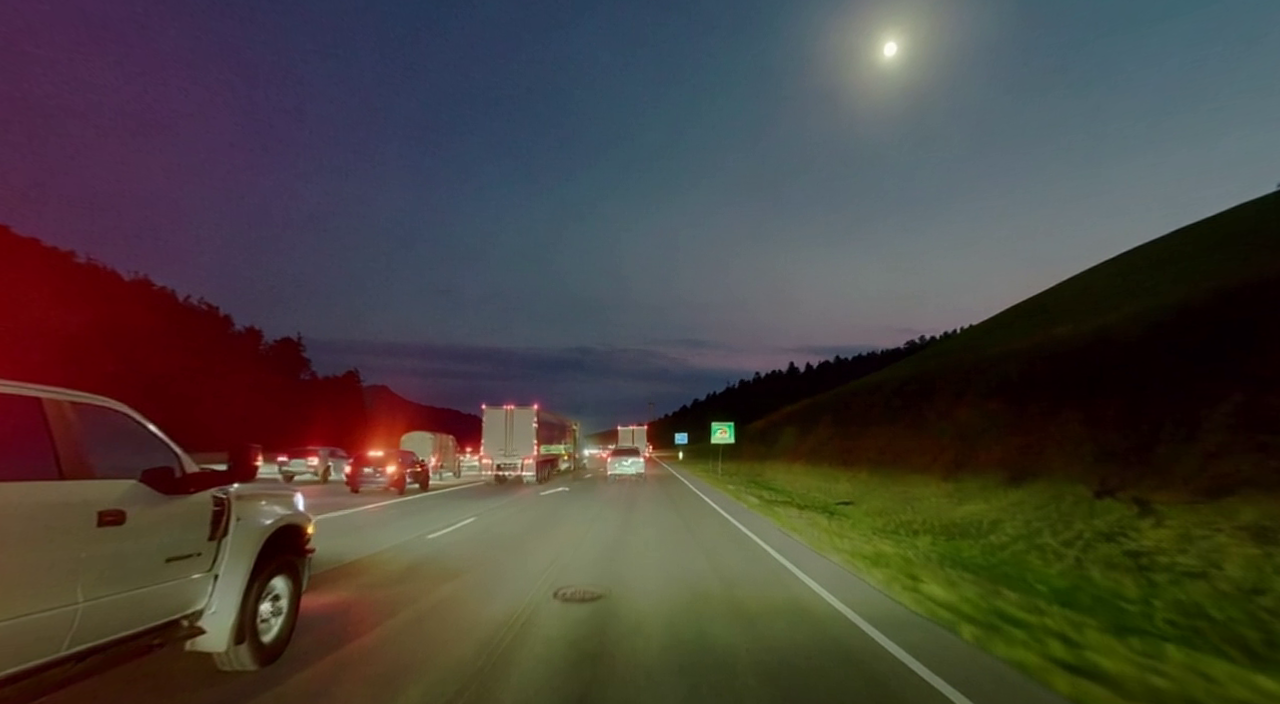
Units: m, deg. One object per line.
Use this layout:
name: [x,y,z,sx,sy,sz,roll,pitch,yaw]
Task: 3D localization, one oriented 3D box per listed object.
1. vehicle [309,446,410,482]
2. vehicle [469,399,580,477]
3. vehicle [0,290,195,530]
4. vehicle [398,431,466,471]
vehicle: [-12.794,5.116,29.134,1.925,1.493,4.864,-1,-9,8]
vehicle: [-6.807,5.673,40.548,2.848,4.067,14.314,-1,-9,7]
vehicle: [-11.500,1.041,10.741,2.960,3.757,5.799,-1,-9,7]
vehicle: [-14.520,6.964,44.456,2.264,2.596,5.494,-1,-9,8]
